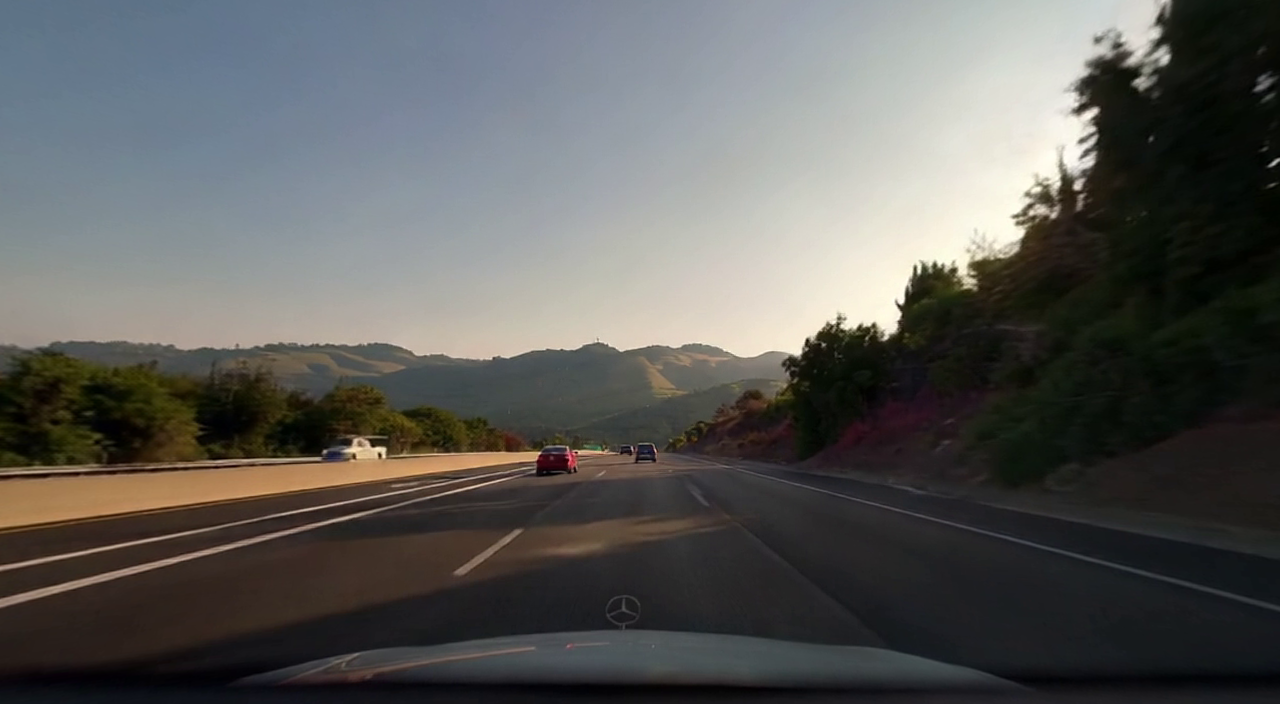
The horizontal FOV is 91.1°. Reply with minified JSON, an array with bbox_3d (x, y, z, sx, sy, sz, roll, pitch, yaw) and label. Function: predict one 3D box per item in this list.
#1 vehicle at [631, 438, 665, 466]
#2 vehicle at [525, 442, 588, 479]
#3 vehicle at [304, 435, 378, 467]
[{"bbox_3d":[0.489,6.896,43.405,2.272,1.836,4.866,0,-8,-1],"label":"vehicle"},{"bbox_3d":[-3.578,4.707,27.588,2.082,1.485,4.237,0,-8,2],"label":"vehicle"},{"bbox_3d":[-21.539,7.151,45.546,2.360,2.168,5.853,0,-8,1],"label":"vehicle"}]
